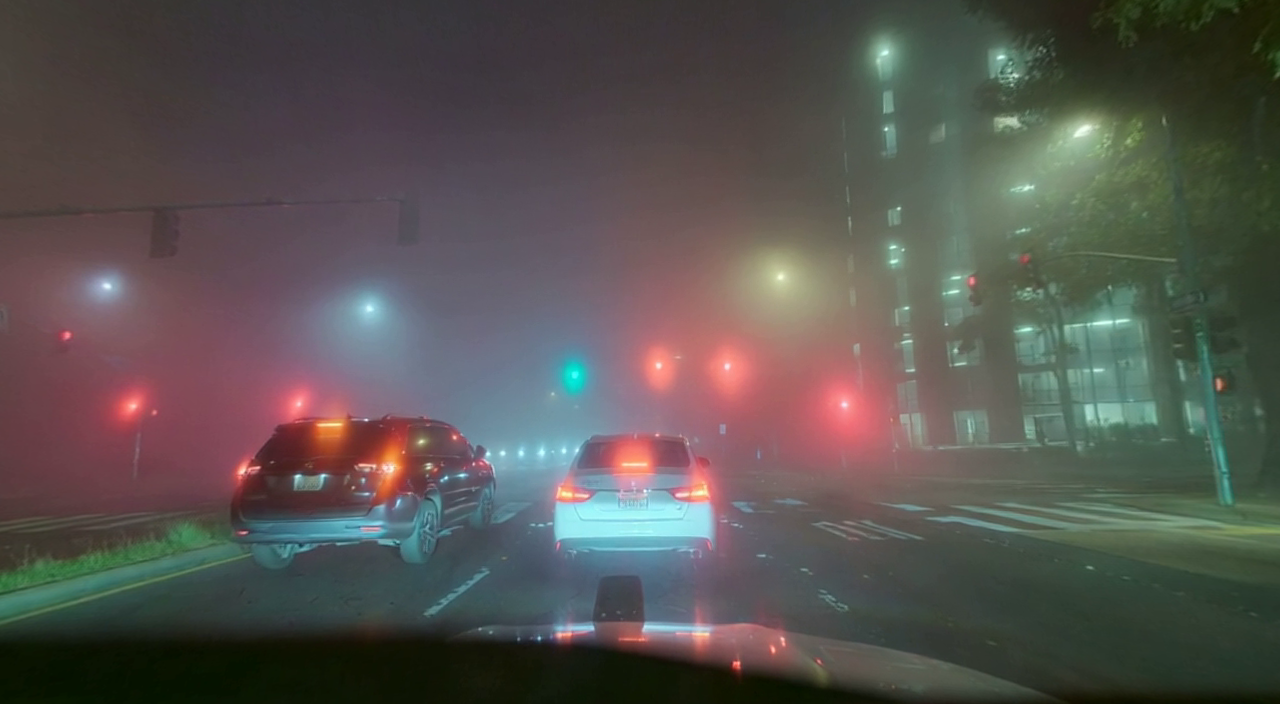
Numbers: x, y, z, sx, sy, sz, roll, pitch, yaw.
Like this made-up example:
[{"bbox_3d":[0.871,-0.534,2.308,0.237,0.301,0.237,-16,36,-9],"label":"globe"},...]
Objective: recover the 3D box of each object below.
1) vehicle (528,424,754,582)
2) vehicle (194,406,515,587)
[{"bbox_3d":[0.023,1.756,8.144,2.190,1.522,3.850,0,-8,0],"label":"vehicle"},{"bbox_3d":[-3.177,1.709,8.327,2.081,1.719,4.434,0,-8,1],"label":"vehicle"}]
